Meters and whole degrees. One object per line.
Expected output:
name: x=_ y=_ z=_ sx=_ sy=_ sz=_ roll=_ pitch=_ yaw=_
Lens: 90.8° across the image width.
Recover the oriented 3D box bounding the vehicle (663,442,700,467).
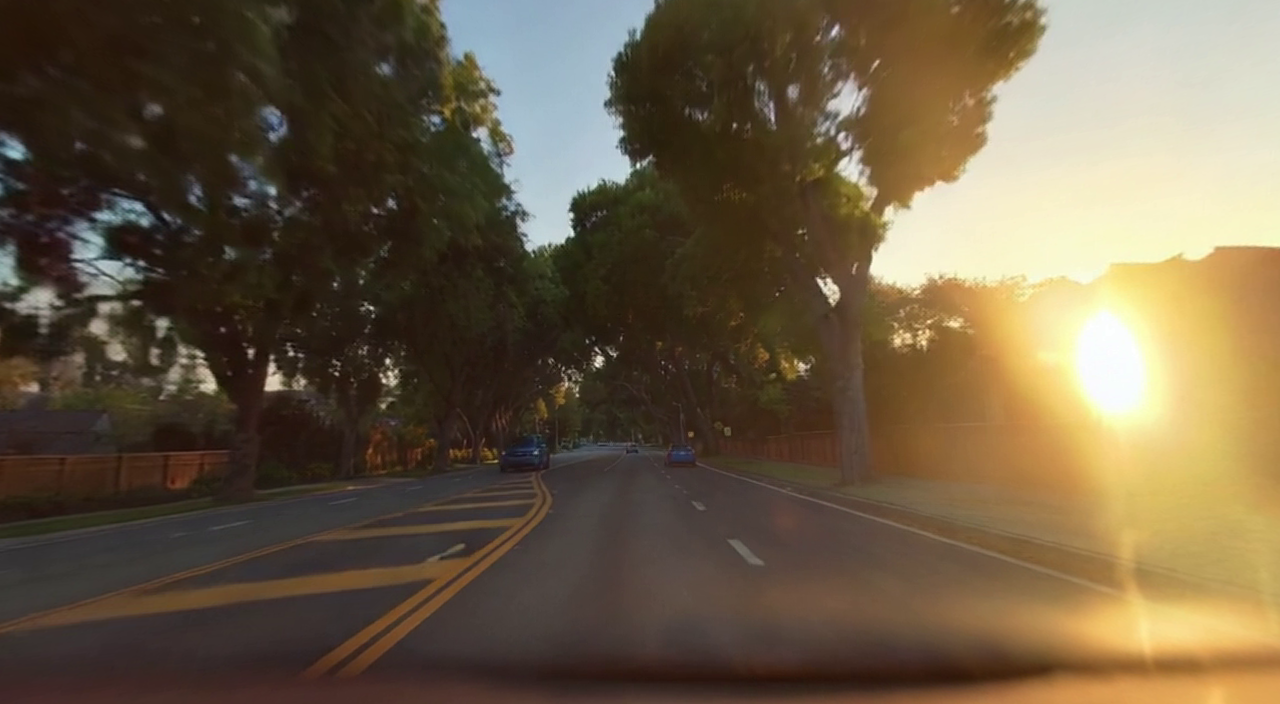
vehicle: x=2.560 y=6.410 z=39.849 sx=1.991 sy=1.476 sz=4.153 roll=0 pitch=-8 yaw=-1

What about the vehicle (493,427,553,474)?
vehicle: x=-6.776 y=5.804 z=37.336 sx=2.430 sy=2.517 sz=5.772 roll=0 pitch=-8 yaw=0
